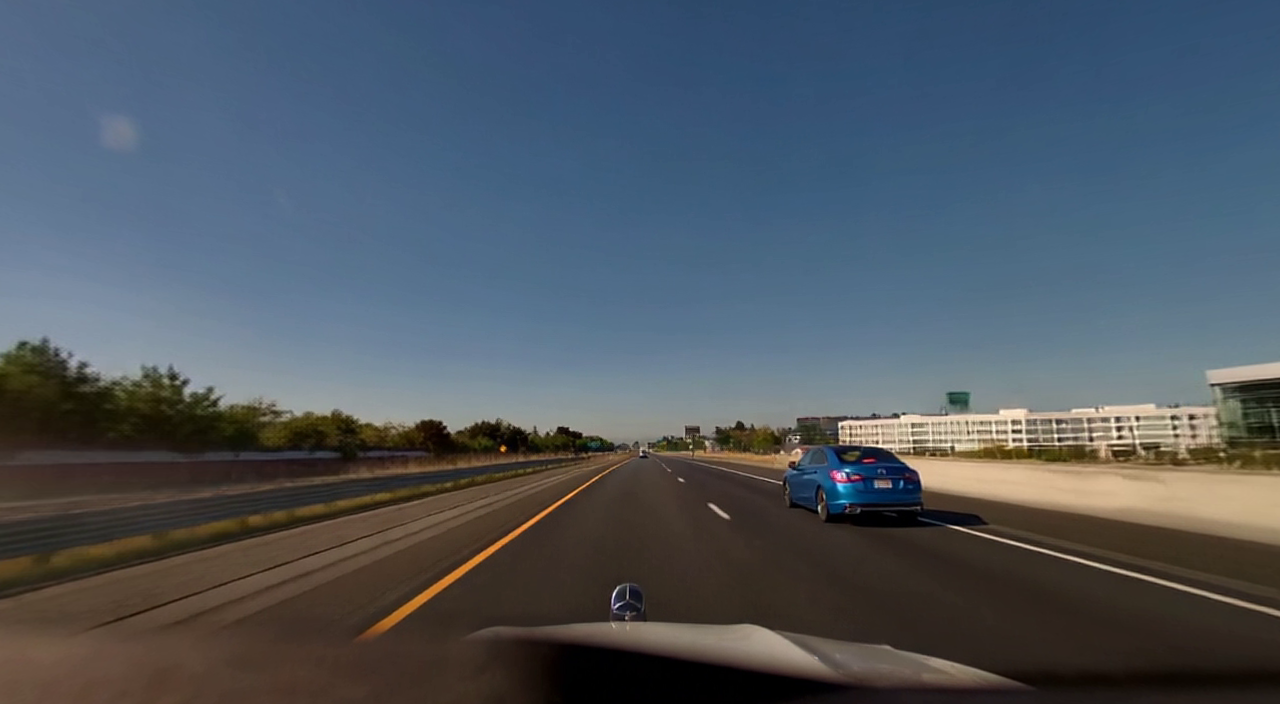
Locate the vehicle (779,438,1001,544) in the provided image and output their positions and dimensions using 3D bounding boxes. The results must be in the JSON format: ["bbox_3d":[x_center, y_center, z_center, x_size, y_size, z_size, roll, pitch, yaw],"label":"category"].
[{"bbox_3d":[4.145,2.369,11.537,2.053,1.490,4.799,0,-8,0],"label":"vehicle"}]
